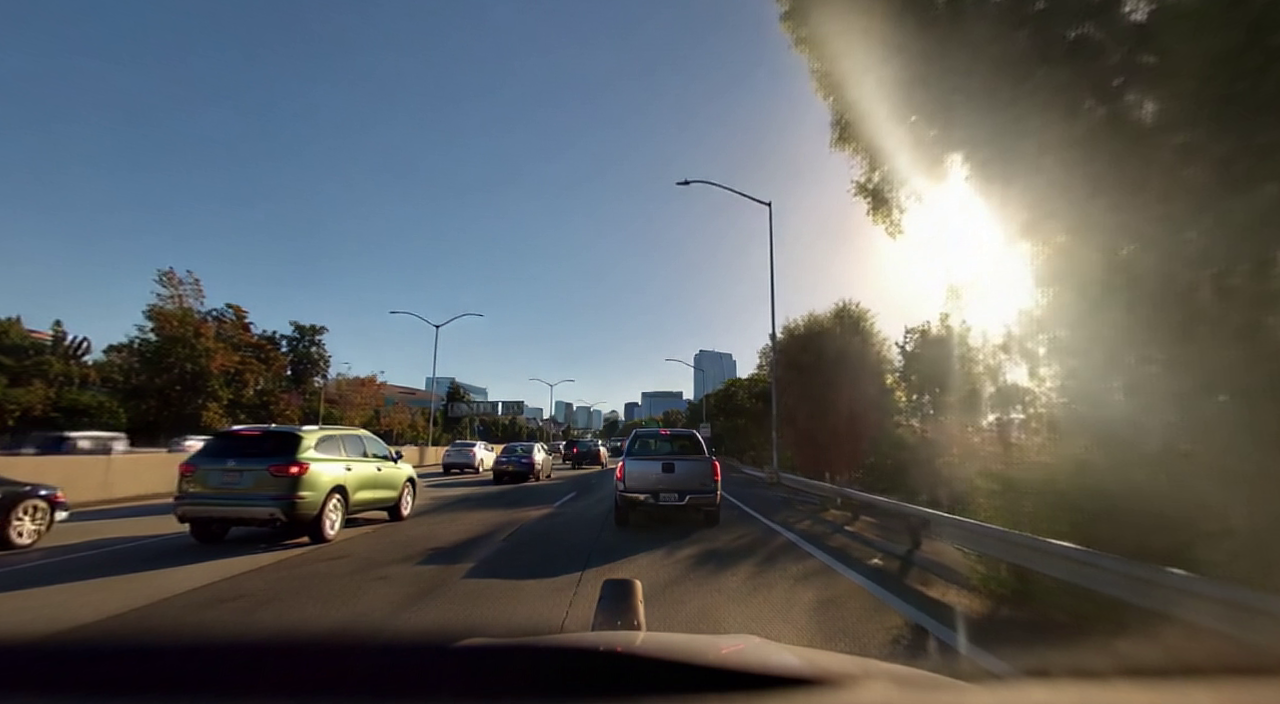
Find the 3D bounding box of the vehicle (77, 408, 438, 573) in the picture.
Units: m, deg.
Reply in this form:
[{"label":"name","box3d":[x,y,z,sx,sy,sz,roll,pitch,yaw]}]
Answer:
[{"label":"vehicle","box3d":[-4.730,1.775,8.836,2.076,1.688,4.334,-1,-9,5]}]

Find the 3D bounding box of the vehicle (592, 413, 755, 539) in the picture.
[{"label":"vehicle","box3d":[0.520,2.050,10.983,2.235,1.716,4.435,-1,-9,2]}]

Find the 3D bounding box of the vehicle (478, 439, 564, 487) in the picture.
[{"label":"vehicle","box3d":[-3.943,3.741,21.656,1.868,1.470,4.105,-1,-9,4]}]

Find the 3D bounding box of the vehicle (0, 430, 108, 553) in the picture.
[{"label":"vehicle","box3d":[-8.917,1.618,7.067,1.892,1.498,4.417,-1,-9,3]}]
